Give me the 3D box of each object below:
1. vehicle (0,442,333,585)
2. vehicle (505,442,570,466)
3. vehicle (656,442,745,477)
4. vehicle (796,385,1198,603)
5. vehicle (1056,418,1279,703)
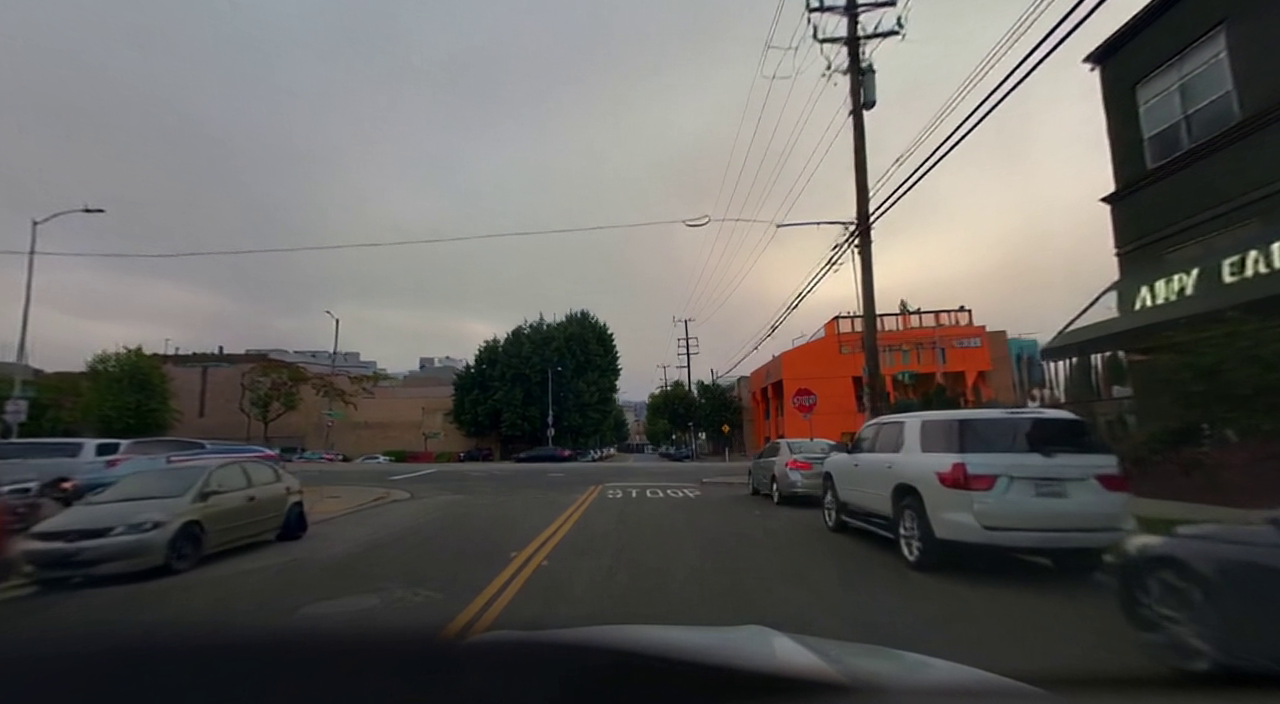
[{"bbox_3d":[-6.037,1.989,8.594,1.820,1.482,3.737,0,-8,-1],"label":"vehicle"},{"bbox_3d":[-7.812,7.792,48.284,4.689,1.803,1.958,0,-8,-2],"label":"vehicle"},{"bbox_3d":[2.892,4.926,29.284,2.033,1.464,4.645,-6,-10,36],"label":"vehicle"},{"bbox_3d":[3.753,1.541,7.982,2.178,1.856,4.756,2,-7,-2],"label":"vehicle"},{"bbox_3d":[3.937,0.941,2.264,1.840,1.452,4.517,0,-8,1],"label":"vehicle"}]
